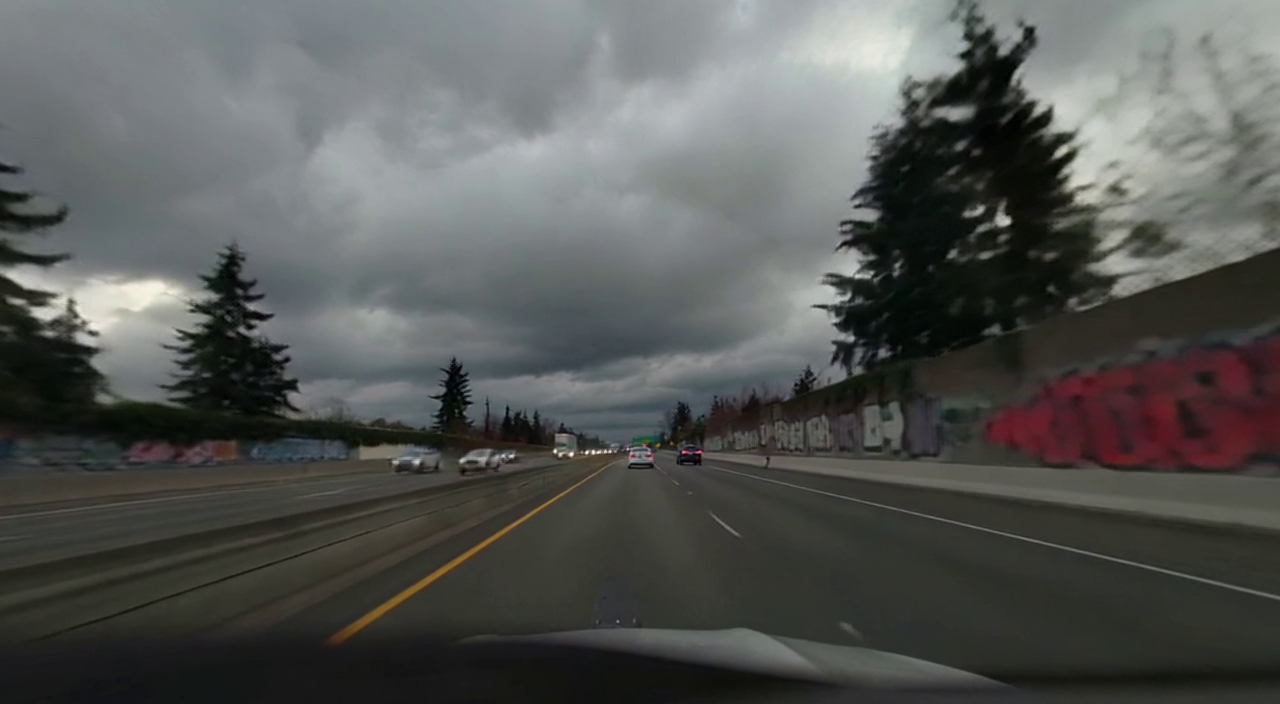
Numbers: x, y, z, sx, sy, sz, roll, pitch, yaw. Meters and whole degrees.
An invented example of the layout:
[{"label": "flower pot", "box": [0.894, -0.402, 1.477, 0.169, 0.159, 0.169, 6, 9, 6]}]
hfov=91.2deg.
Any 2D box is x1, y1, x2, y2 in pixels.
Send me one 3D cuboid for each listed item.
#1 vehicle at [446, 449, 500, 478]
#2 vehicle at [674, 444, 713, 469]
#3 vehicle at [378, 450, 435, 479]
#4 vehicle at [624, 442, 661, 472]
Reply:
[{"label": "vehicle", "box": [-9.775, 6.549, 37.068, 2.015, 1.617, 4.274, -1, -9, 0]}, {"label": "vehicle", "box": [3.618, 7.165, 43.112, 2.303, 1.614, 4.154, 0, -9, 0]}, {"label": "vehicle", "box": [-14.146, 6.805, 38.211, 1.877, 1.588, 4.079, -1, -9, 0]}, {"label": "vehicle", "box": [0.122, 6.454, 38.699, 2.095, 1.671, 4.219, 0, -9, -1]}]
